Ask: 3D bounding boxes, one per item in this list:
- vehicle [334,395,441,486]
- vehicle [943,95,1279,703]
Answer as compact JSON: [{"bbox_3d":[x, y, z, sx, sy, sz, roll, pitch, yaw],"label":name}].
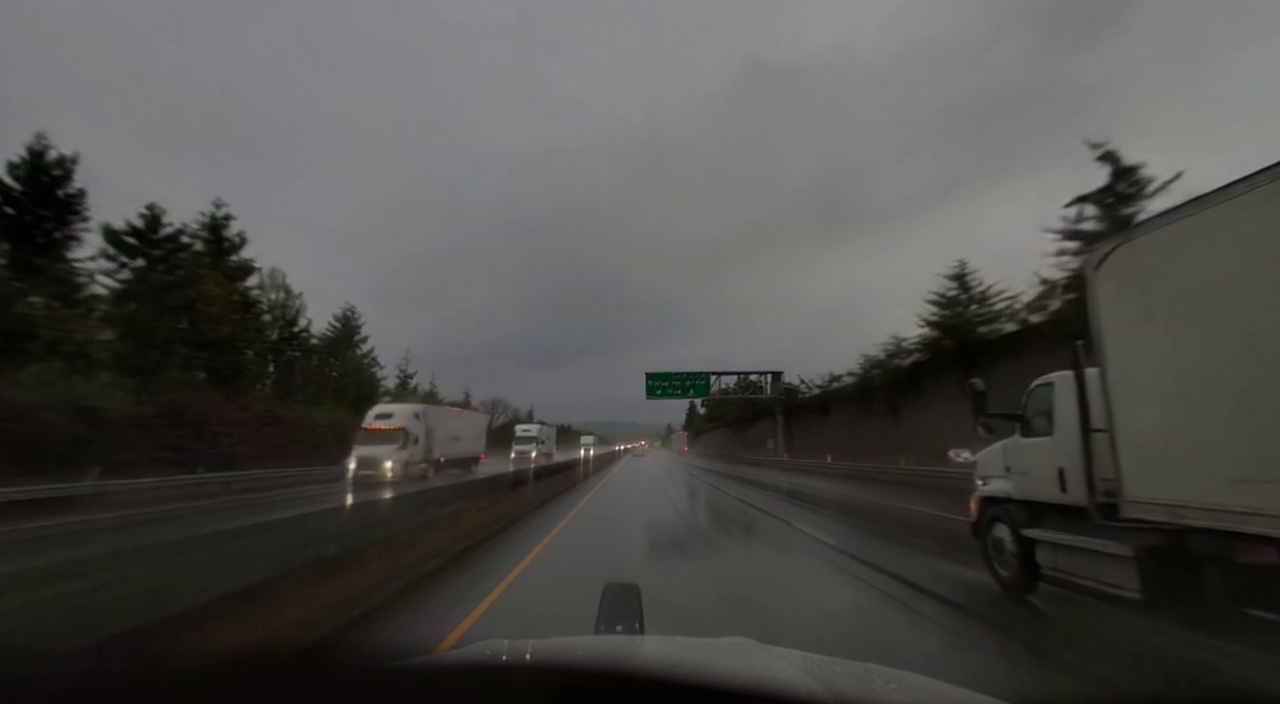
[{"bbox_3d":[-12.904,4.656,32.824,3.096,4.310,5.698,0,-9,0],"label":"vehicle"},{"bbox_3d":[4.057,0.180,2.077,2.449,2.805,6.763,0,-9,-2],"label":"vehicle"}]
